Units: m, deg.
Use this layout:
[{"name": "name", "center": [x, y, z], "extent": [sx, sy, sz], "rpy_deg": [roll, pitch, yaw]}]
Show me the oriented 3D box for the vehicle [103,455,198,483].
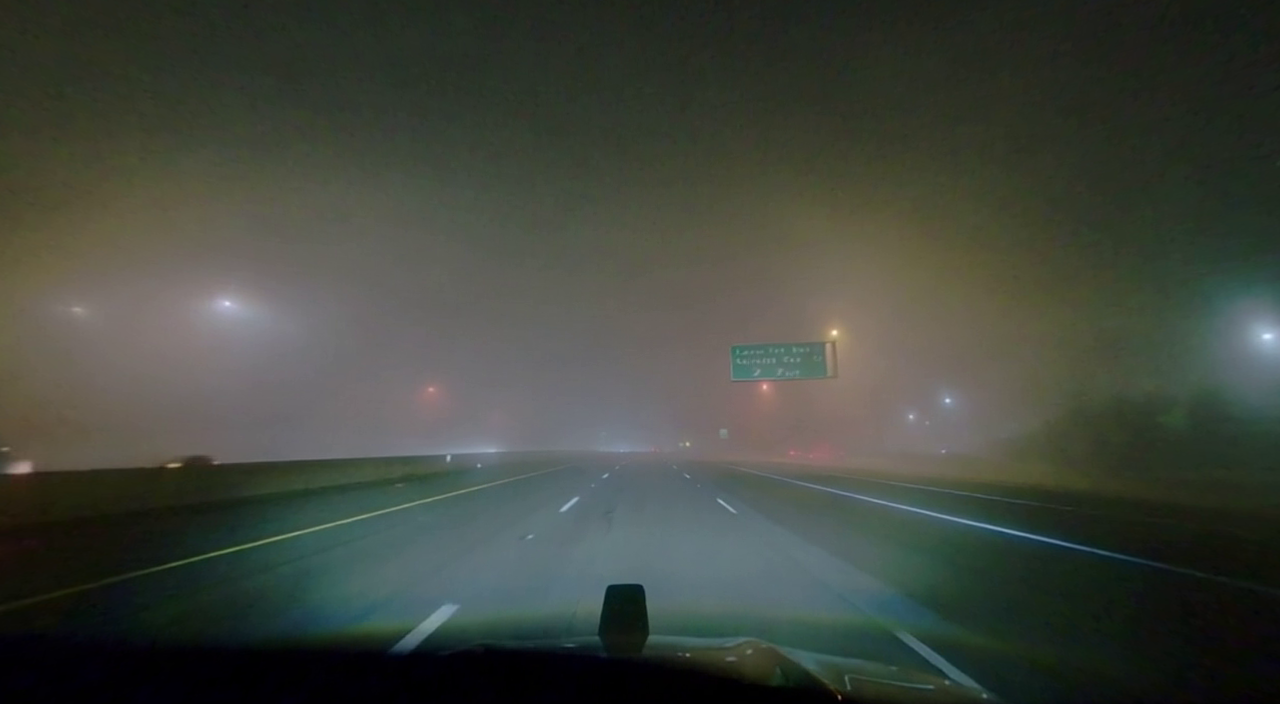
[{"name": "vehicle", "center": [-28.717, 6.846, 37.206], "extent": [1.852, 1.463, 4.598], "rpy_deg": [0, -9, 1]}]
